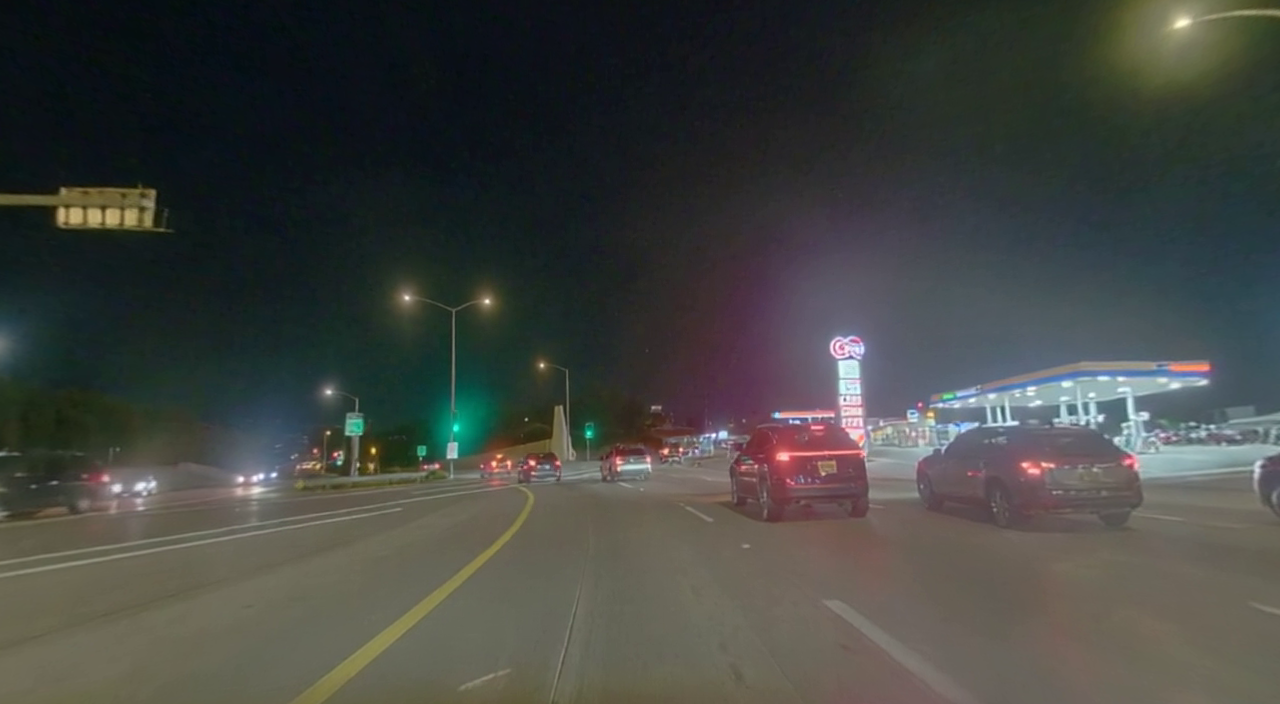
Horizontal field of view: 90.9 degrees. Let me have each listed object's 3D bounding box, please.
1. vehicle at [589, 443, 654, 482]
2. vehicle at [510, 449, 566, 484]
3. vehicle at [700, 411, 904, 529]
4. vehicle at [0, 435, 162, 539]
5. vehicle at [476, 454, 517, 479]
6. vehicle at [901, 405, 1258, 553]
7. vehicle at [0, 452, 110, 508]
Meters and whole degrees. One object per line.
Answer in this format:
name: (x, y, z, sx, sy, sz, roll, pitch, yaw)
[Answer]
vehicle: (-0.946, 5.006, 28.906, 2.012, 1.612, 4.114, 2, -9, -16)
vehicle: (-4.908, 5.373, 29.856, 2.107, 1.527, 4.174, 2, -9, -15)
vehicle: (2.713, 2.156, 12.018, 2.184, 1.777, 4.712, 1, -9, -6)
vehicle: (-19.676, 4.198, 20.810, 2.820, 2.579, 13.318, 4, -10, -22)
vehicle: (-10.378, 8.212, 45.377, 2.193, 1.609, 3.874, 3, -10, -22)
vehicle: (5.762, 1.728, 9.141, 1.881, 1.604, 4.289, 0, -9, -3)
vehicle: (-19.545, 4.059, 20.462, 1.986, 1.579, 5.047, 3, -10, -22)
